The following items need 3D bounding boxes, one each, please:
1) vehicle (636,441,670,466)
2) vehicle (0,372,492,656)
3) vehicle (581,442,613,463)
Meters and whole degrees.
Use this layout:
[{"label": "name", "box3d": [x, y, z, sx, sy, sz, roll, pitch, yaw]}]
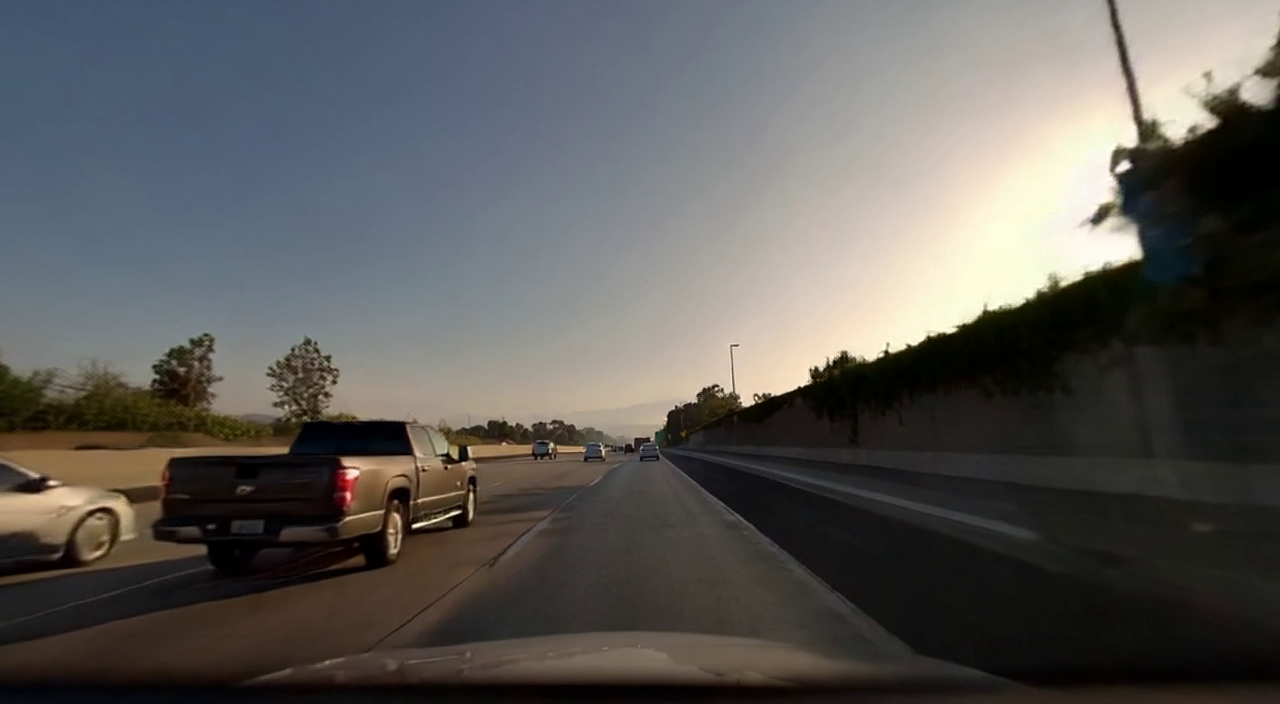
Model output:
[{"label": "vehicle", "box3d": [0.801, 6.475, 40.539, 2.073, 1.480, 4.343, 0, -8, 0]}, {"label": "vehicle", "box3d": [-3.195, 1.368, 6.493, 2.124, 1.787, 4.830, -1, -8, 0]}, {"label": "vehicle", "box3d": [-3.151, 7.424, 46.952, 2.056, 1.480, 4.022, -1, -8, 1]}]
